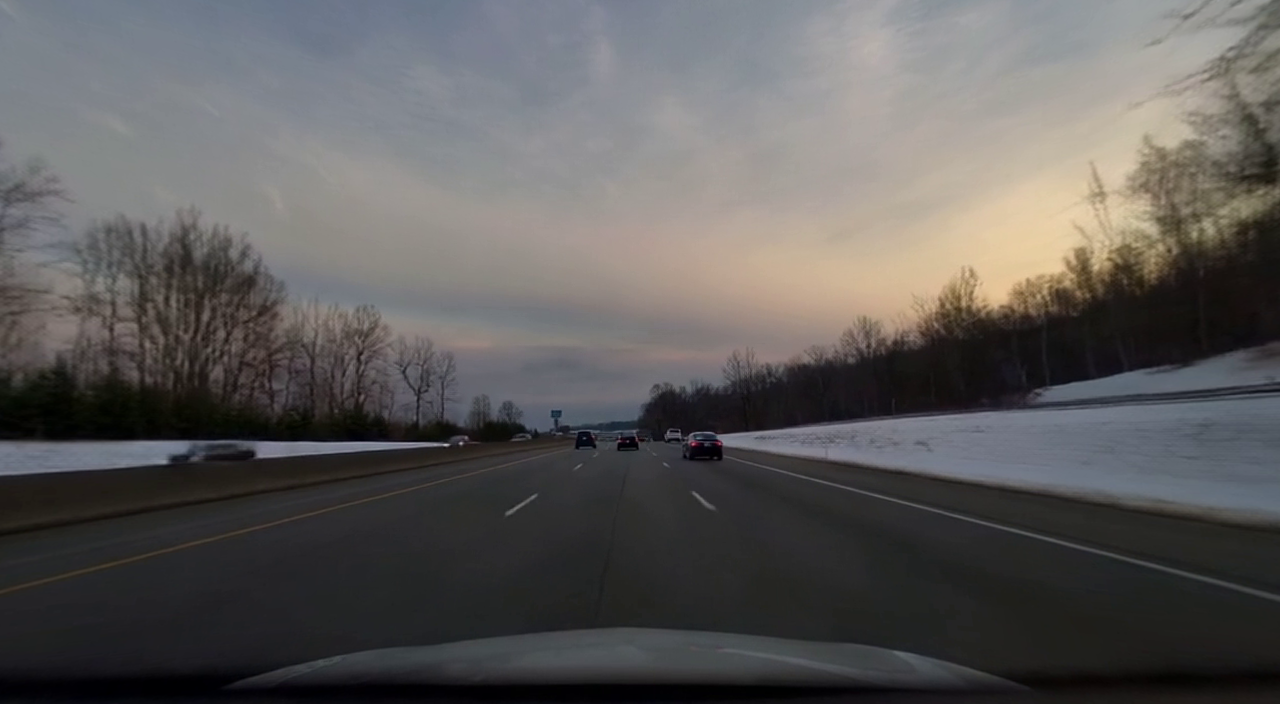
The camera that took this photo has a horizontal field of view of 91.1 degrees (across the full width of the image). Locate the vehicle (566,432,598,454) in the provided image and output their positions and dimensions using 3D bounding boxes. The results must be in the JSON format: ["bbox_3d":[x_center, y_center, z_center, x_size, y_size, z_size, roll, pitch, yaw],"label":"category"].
[{"bbox_3d":[-4.099,6.497,45.034,2.041,1.546,4.080,0,-8,-1],"label":"vehicle"}]

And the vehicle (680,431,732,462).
[{"bbox_3d":[3.354,4.879,32.795,2.056,1.479,4.660,0,-8,-2],"label":"vehicle"}]

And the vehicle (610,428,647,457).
[{"bbox_3d":[-0.706,5.555,38.730,2.182,1.680,4.253,0,-8,-1],"label":"vehicle"}]
